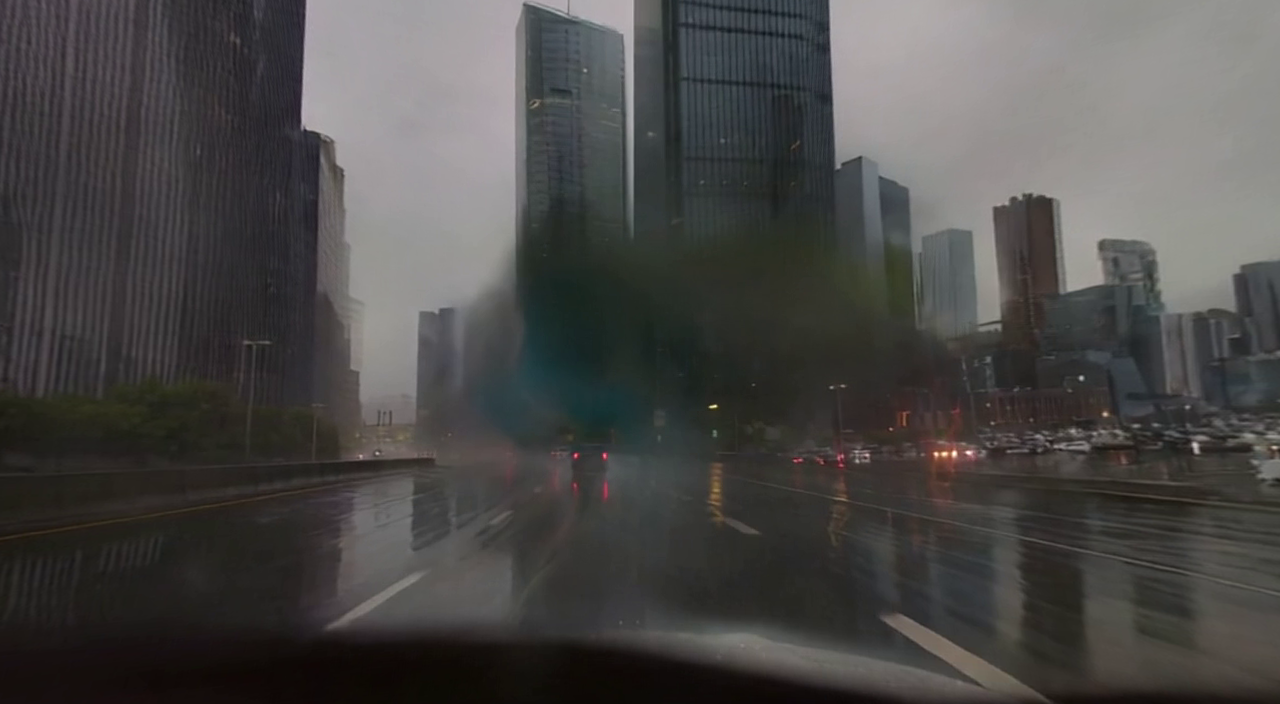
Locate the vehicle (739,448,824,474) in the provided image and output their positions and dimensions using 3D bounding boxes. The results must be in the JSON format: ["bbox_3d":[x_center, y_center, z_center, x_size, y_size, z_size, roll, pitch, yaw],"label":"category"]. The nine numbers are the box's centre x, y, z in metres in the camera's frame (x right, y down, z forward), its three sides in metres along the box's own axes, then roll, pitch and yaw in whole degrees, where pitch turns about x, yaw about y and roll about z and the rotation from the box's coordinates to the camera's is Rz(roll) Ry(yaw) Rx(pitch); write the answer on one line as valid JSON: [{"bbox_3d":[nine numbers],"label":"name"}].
[{"bbox_3d":[8.416,6.562,37.900,4.645,1.505,2.100,0,-9,2],"label":"vehicle"}]

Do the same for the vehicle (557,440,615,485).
[{"bbox_3d":[-2.251,4.555,26.235,2.183,1.675,4.319,1,-9,-5],"label":"vehicle"}]
